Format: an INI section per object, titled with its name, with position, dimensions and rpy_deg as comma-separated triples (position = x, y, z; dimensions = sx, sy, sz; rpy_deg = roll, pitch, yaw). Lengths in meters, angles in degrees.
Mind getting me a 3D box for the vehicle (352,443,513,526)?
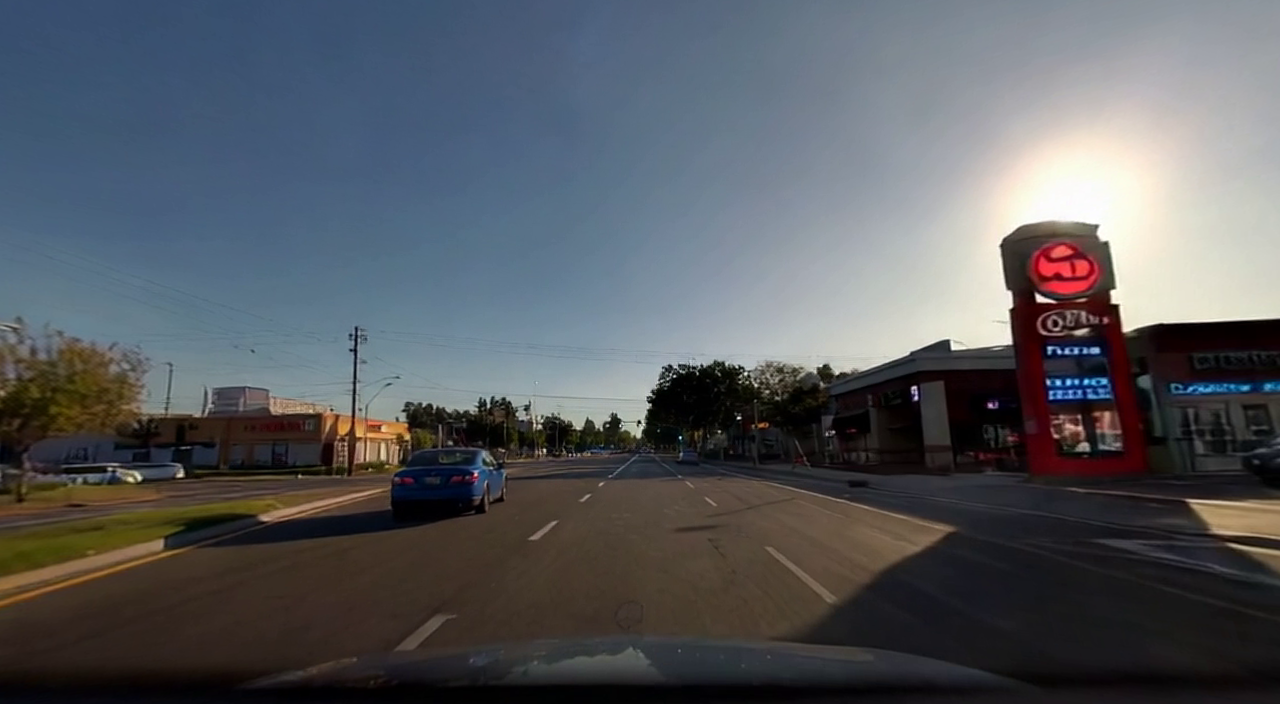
[vehicle]
position = -4.190, 2.718, 13.643
dimensions = 2.082, 1.460, 4.636
rpy_deg = 0, -8, -2
